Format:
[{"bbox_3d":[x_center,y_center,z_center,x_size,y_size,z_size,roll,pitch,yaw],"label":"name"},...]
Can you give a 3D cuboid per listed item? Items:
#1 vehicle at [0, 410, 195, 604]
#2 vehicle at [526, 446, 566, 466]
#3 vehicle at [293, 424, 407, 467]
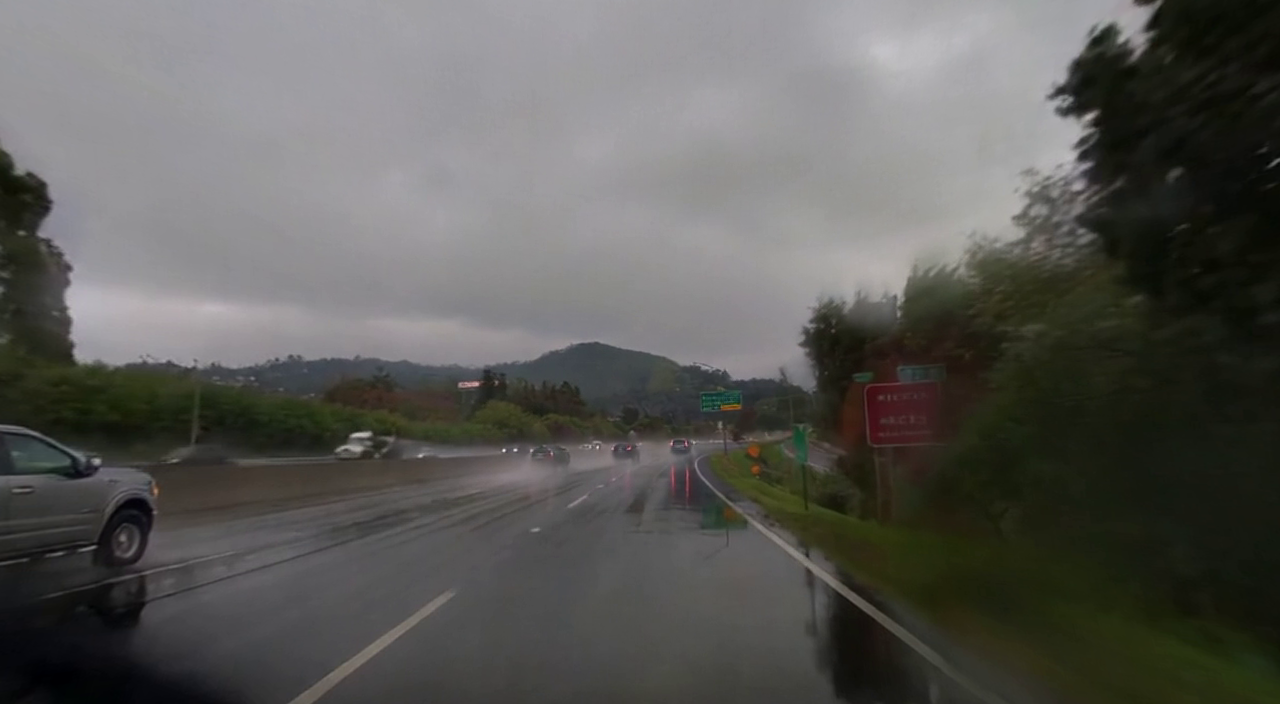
[{"bbox_3d":[-6.393,1.289,5.142,1.923,1.630,4.857,0,-9,1],"label":"vehicle"},{"bbox_3d":[-7.338,8.188,49.774,2.038,1.494,4.729,-1,-9,6],"label":"vehicle"},{"bbox_3d":[-21.415,7.073,47.487,3.305,2.889,9.715,-1,-9,4],"label":"vehicle"}]
